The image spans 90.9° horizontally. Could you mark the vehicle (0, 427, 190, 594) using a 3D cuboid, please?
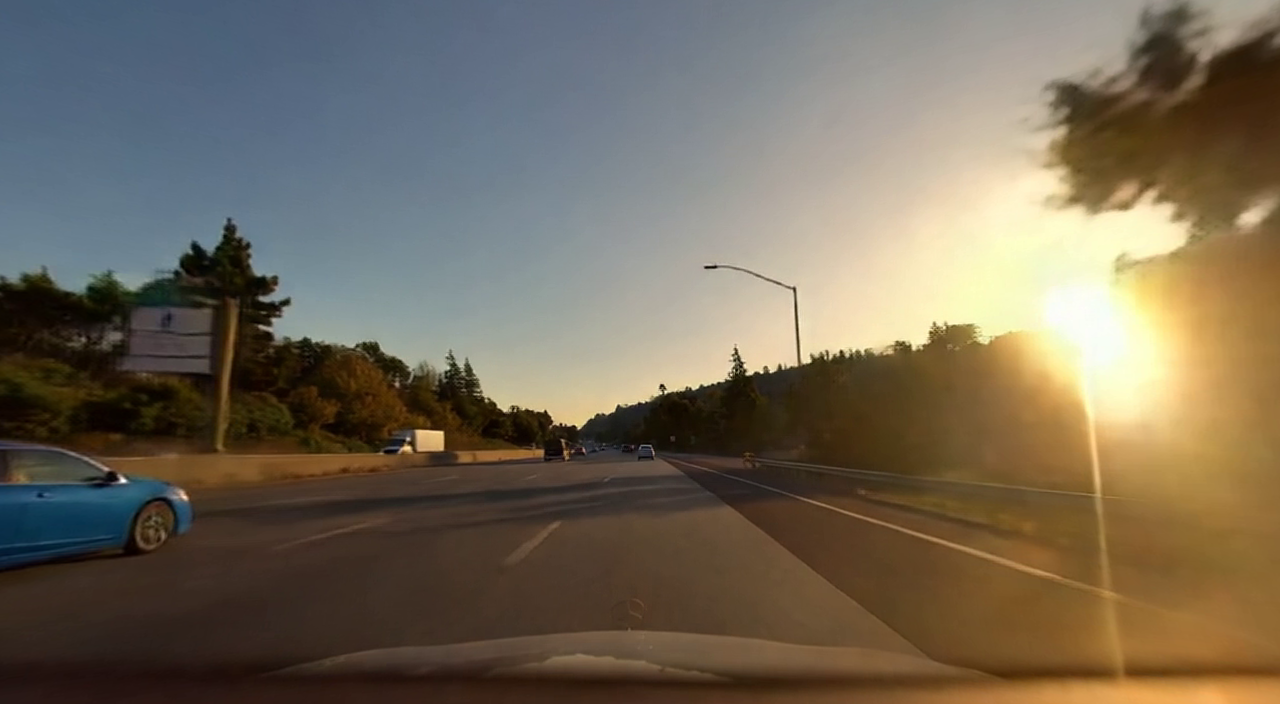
[{"bbox_3d":[-6.754,1.419,5.599,1.981,1.486,4.735,0,-8,1],"label":"vehicle"}]
